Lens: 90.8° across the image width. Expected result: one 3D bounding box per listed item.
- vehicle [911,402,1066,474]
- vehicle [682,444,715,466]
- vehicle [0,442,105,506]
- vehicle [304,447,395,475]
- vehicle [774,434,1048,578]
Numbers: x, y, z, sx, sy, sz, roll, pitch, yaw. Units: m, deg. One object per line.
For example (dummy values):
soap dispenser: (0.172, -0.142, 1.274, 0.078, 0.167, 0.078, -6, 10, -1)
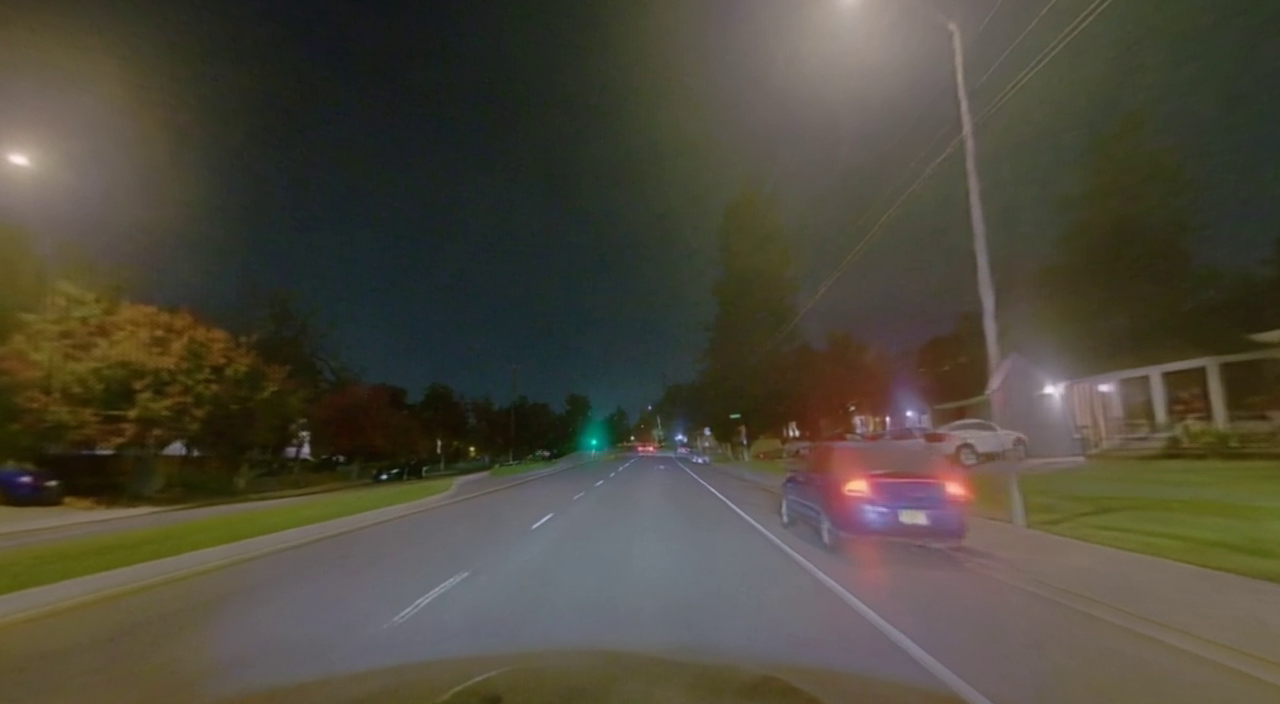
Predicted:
vehicle: (11.151, 2.714, 20.169, 4.591, 1.867, 2.057, 0, -9, -31)
vehicle: (4.296, 7.678, 47.203, 2.104, 1.524, 4.524, 1, -8, 1)
vehicle: (-20.871, 3.925, 20.679, 4.691, 1.810, 2.079, 2, -8, 1)
vehicle: (-19.524, 7.345, 42.543, 5.044, 1.782, 2.152, 0, -8, 3)
vehicle: (3.273, 1.915, 8.746, 2.016, 1.477, 4.207, 0, -8, 2)
